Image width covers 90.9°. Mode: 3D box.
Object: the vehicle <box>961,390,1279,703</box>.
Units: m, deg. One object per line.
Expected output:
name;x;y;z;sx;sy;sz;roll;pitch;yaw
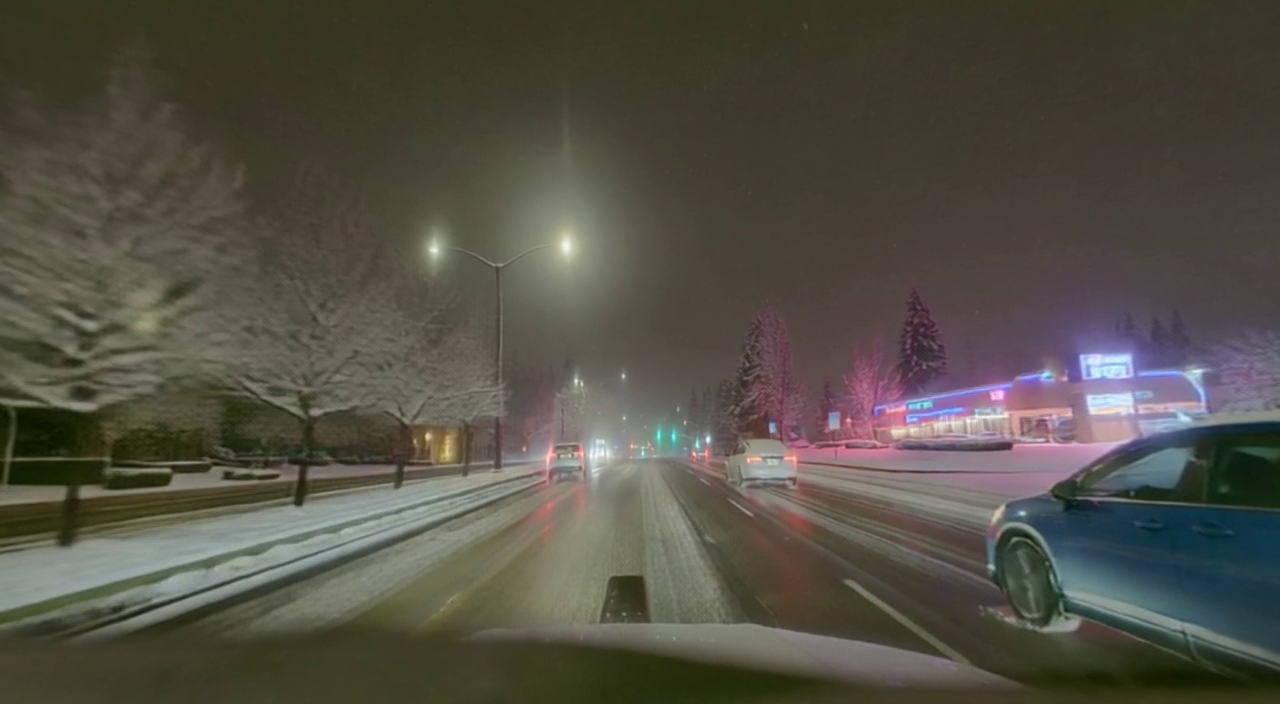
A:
vehicle;3.599;0.931;2.734;1.976;1.491;4.714;0;-8;1

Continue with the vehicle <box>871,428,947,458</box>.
vehicle;20.796;7.079;49.215;2.705;2.011;7.332;-3;-8;1

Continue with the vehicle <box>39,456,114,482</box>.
vehicle;-43.765;9.067;49.120;1.895;1.764;4.510;0;-8;-5

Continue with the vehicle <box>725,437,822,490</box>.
vehicle;4.141;3.539;20.400;2.036;1.480;4.659;0;-8;-1

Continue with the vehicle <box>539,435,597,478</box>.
vehicle;-3.096;4.610;27.995;1.981;1.731;4.360;0;-8;1

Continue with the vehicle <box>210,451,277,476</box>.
vehicle;-30.726;8.641;49.001;1.925;1.776;4.722;-1;-8;4

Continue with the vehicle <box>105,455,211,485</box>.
vehicle;-29.153;7.090;38.242;1.998;1.623;4.681;-8;-11;41
